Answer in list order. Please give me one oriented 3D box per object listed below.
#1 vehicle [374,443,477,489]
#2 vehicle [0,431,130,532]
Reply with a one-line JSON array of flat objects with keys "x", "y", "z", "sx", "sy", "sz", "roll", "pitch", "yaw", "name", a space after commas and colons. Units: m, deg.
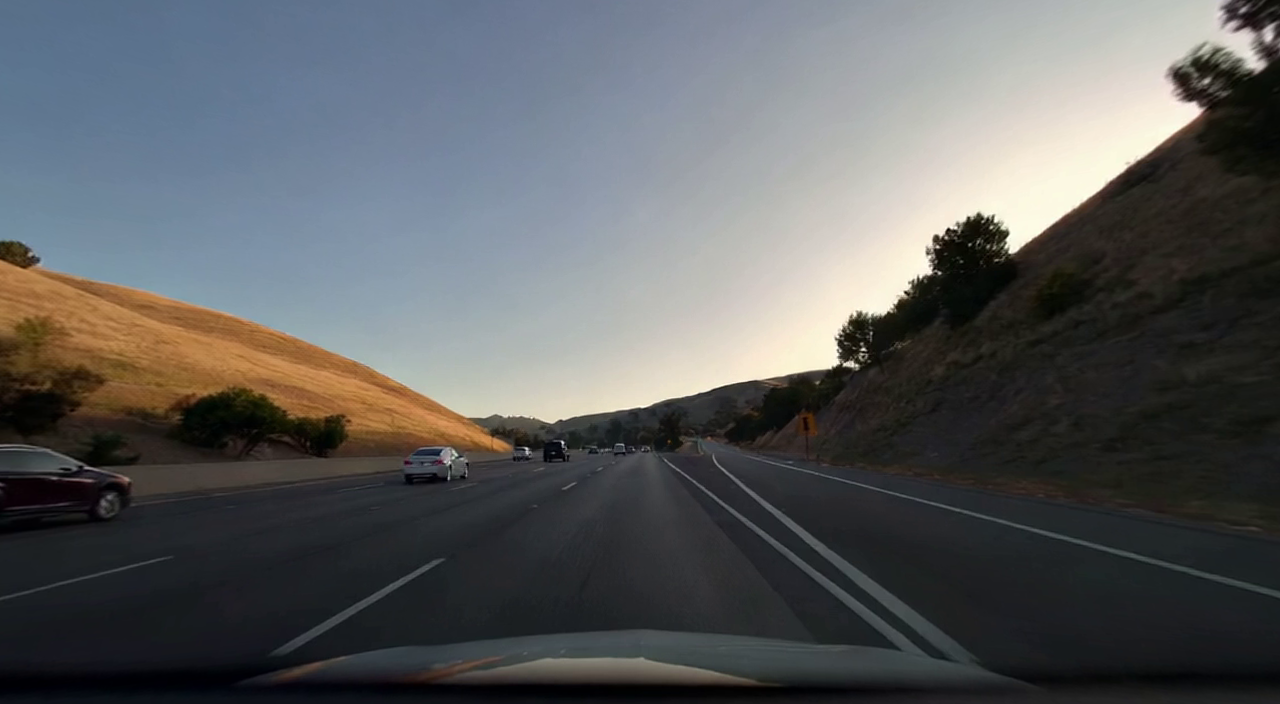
[{"x": -7.515, "y": 4.021, "z": 22.635, "sx": 2.107, "sy": 1.484, "sz": 4.449, "roll": 0, "pitch": -9, "yaw": 1, "name": "vehicle"}, {"x": -11.569, "y": 2.176, "z": 10.642, "sx": 2.020, "sy": 1.645, "sz": 4.629, "roll": 0, "pitch": -9, "yaw": 0, "name": "vehicle"}]
